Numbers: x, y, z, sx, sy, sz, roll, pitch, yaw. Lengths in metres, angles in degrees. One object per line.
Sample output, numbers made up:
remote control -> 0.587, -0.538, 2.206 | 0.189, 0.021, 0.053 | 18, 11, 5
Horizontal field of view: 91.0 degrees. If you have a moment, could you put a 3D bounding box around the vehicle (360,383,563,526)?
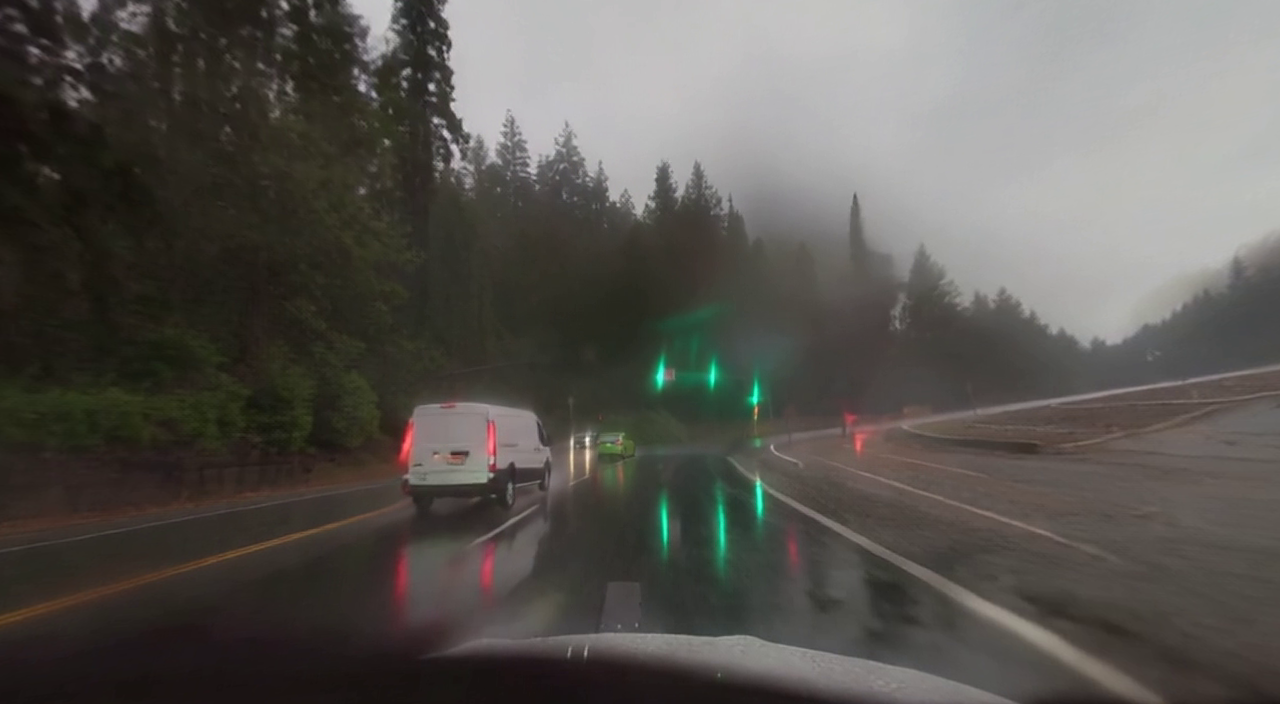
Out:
vehicle -> -3.085, 1.966, 12.421 | 2.362, 2.185, 5.212 | -1, -8, 2

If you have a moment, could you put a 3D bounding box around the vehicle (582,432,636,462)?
vehicle -> -1.576, 5.082, 33.879 | 2.088, 1.484, 4.572 | -2, -8, 8
